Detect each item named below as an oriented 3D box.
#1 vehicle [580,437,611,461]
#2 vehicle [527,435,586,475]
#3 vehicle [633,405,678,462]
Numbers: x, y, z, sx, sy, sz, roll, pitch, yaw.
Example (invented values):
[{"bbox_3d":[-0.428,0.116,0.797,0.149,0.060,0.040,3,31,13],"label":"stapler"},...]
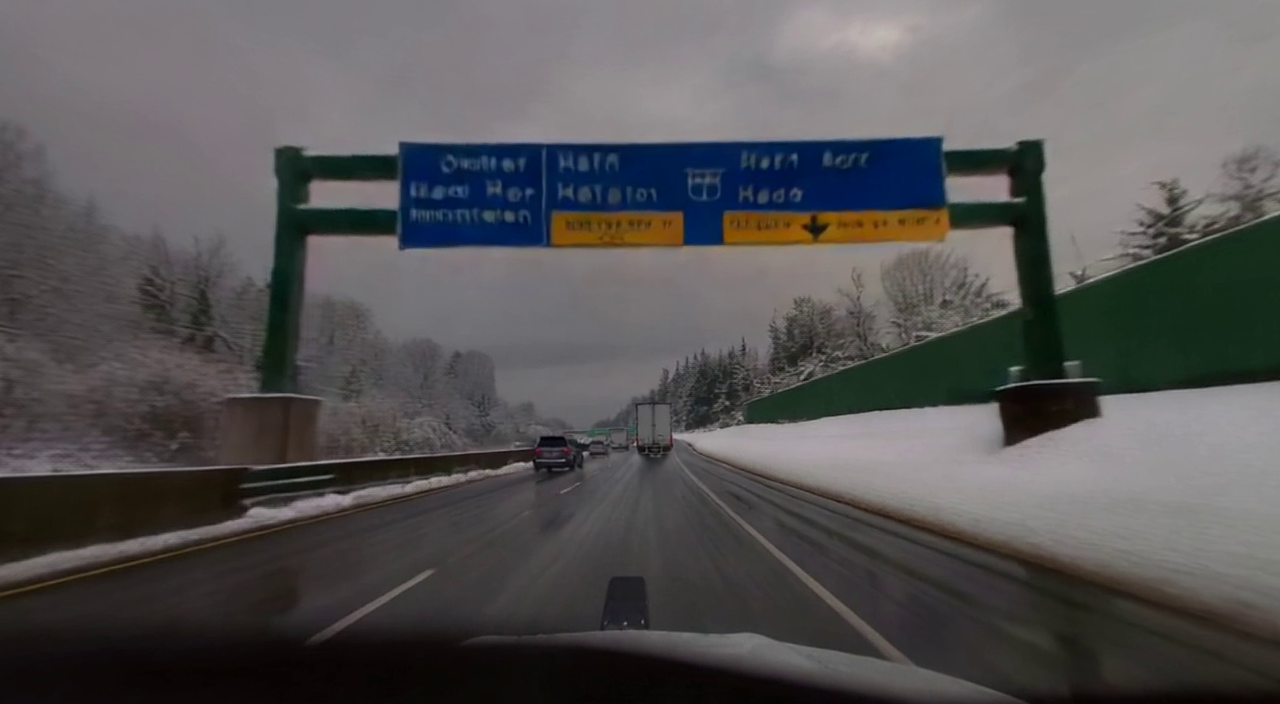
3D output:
[{"bbox_3d":[-3.138,6.962,45.273,1.962,1.575,4.158,0,-8,0],"label":"vehicle"},{"bbox_3d":[-3.524,4.403,27.185,1.927,1.556,3.921,0,-8,1],"label":"vehicle"},{"bbox_3d":[1.090,6.031,46.327,2.933,3.701,10.425,0,-8,1],"label":"vehicle"}]
